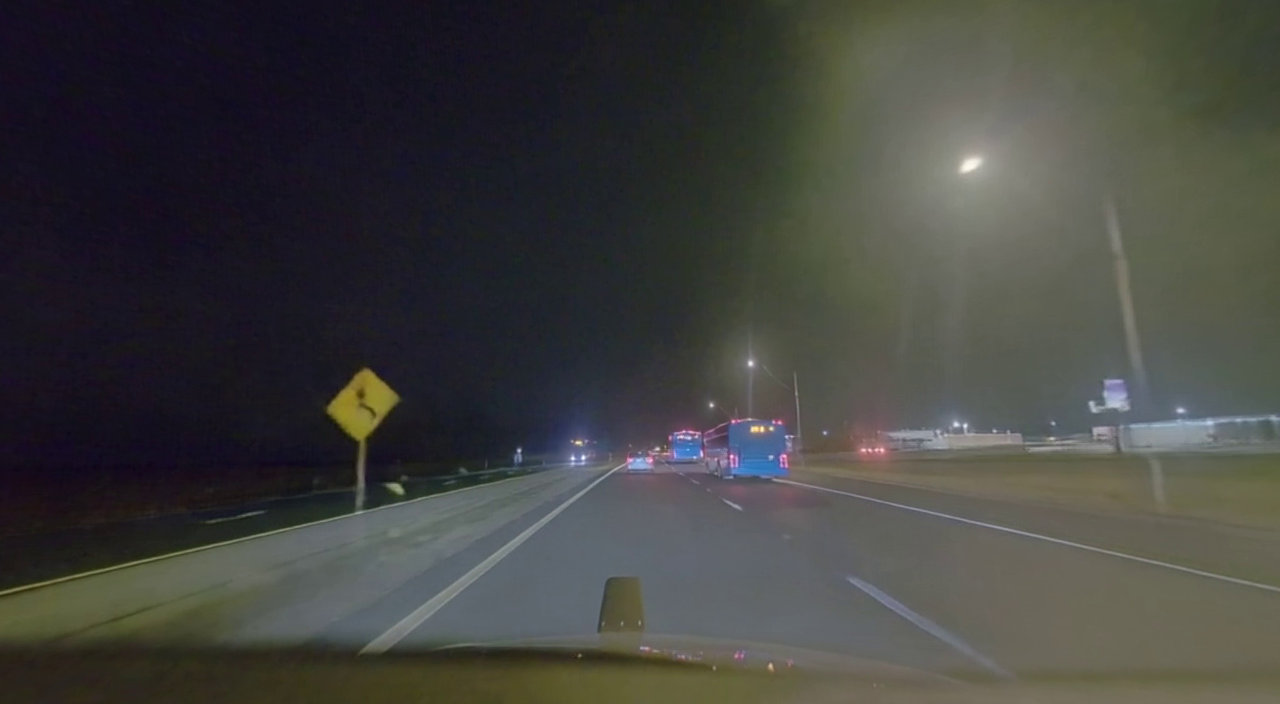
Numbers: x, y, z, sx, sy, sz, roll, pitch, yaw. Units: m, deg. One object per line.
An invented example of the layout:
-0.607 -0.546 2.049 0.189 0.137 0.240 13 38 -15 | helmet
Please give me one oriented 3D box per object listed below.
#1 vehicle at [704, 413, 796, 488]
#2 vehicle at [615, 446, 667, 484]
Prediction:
4.101 3.864 24.739 2.440 2.555 5.957 0 -9 -1 | vehicle
0.018 4.628 26.019 2.004 1.449 3.817 0 -9 -1 | vehicle
